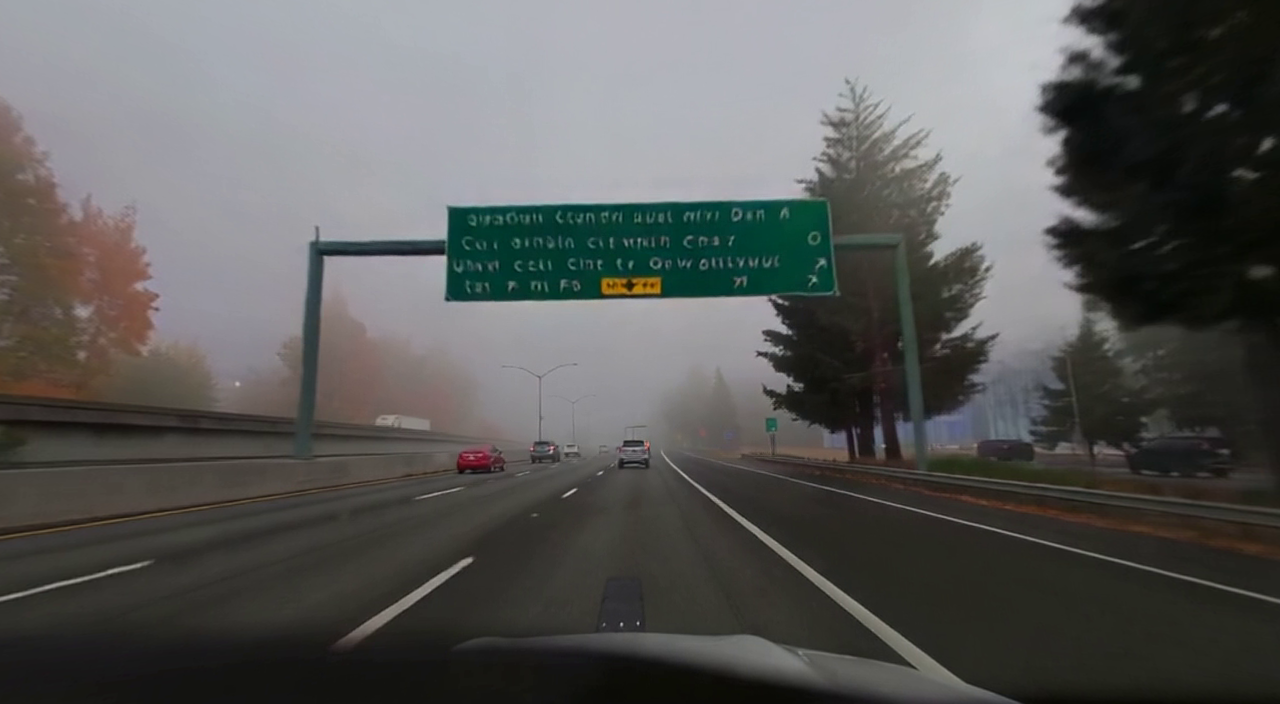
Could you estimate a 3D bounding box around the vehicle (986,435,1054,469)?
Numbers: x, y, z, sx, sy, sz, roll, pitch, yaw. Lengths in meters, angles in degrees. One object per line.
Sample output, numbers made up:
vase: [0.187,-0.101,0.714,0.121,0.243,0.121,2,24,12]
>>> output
vehicle: [22.371,5.893,37.285,2.242,1.835,4.667,-3,-9,17]

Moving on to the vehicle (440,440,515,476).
vehicle: [-7.318,4.821,28.883,2.074,1.495,4.643,0,-9,1]

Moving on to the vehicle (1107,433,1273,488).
vehicle: [18.567,3.674,21.611,2.019,1.657,4.582,-1,-9,8]

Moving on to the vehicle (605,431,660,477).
vehicle: [-0.309,4.527,28.162,2.245,1.863,4.801,0,-9,0]

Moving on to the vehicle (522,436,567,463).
vehicle: [-7.186,7.418,48.134,2.328,1.927,5.880,0,-9,2]
